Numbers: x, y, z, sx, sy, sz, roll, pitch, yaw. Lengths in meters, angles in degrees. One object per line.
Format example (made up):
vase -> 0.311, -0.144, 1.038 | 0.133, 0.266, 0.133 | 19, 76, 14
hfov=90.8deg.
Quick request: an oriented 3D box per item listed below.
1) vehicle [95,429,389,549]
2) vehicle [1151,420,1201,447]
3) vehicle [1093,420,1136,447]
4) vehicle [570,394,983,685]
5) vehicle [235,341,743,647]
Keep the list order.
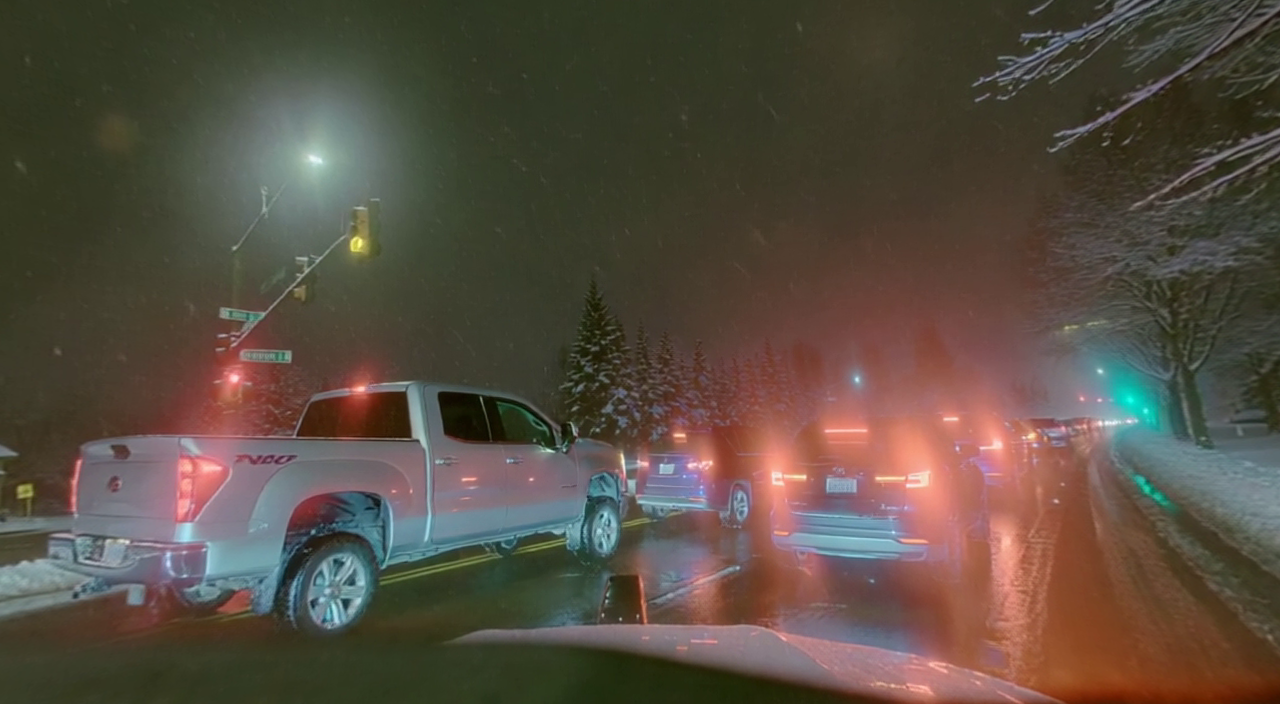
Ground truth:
vehicle -> -8.217, 2.760, 13.592 | 2.174, 2.057, 4.738 | -6, -10, 33
vehicle -> 35.760, 5.479, 42.194 | 2.183, 1.714, 4.491 | -7, -11, 37
vehicle -> 32.797, 5.674, 43.719 | 2.160, 1.790, 4.303 | -6, -10, 35
vehicle -> 1.714, 1.378, 5.989 | 2.027, 1.549, 4.801 | -6, -10, 35
vehicle -> -0.876, 1.400, 7.468 | 2.272, 2.016, 6.146 | -4, -9, 27
